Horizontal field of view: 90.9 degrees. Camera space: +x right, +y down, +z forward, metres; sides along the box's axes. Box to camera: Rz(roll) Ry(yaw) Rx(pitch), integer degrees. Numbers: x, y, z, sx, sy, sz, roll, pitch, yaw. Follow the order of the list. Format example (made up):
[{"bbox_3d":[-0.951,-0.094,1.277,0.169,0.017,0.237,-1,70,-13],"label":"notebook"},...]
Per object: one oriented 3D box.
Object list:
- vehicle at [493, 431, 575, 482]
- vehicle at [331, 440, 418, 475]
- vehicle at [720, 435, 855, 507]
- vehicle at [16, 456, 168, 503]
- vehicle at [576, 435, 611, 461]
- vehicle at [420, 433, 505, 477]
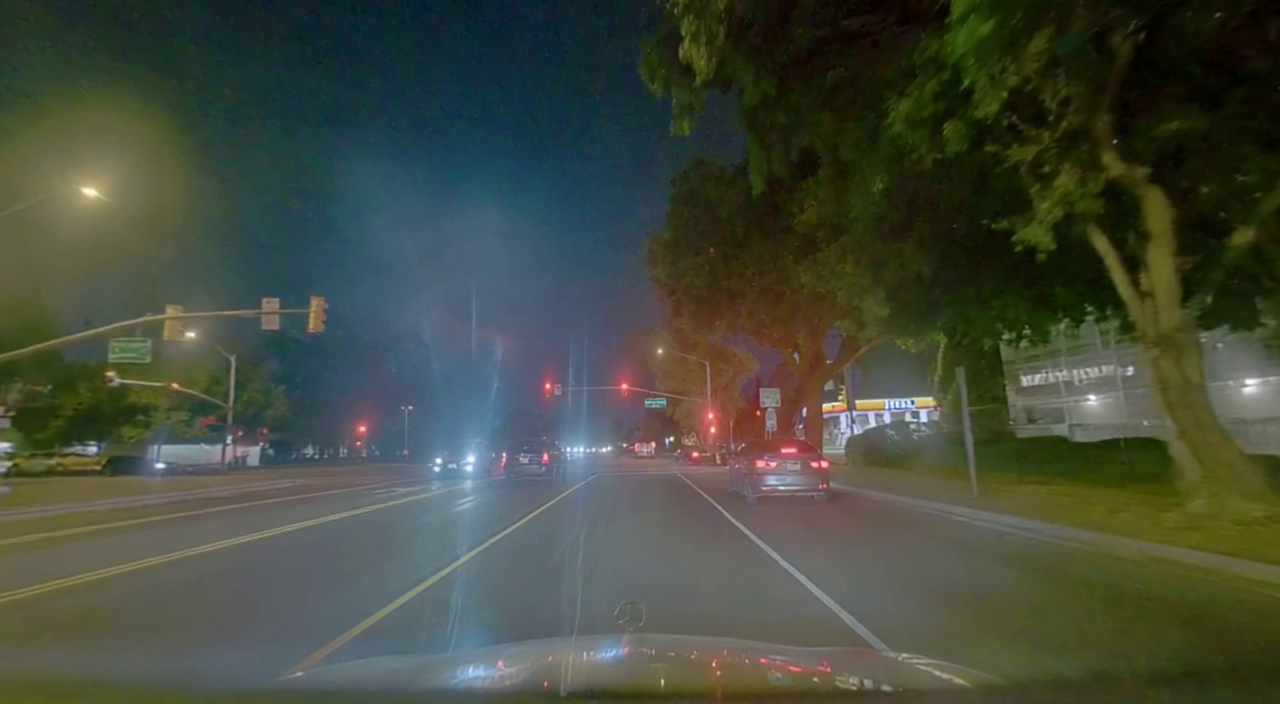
[{"bbox_3d":[-3.812,3.855,23.545,2.250,1.713,4.422,0,-8,1],"label":"vehicle"},{"bbox_3d":[-15.515,6.202,37.291,2.486,1.876,5.659,0,-8,3],"label":"vehicle"},{"bbox_3d":[3.348,2.802,15.405,2.095,1.475,4.686,0,-8,-1],"label":"vehicle"},{"bbox_3d":[-22.707,5.251,26.468,1.887,1.673,4.985,0,-8,0],"label":"vehicle"},{"bbox_3d":[-3.360,7.040,46.125,2.126,1.810,4.414,0,-8,1],"label":"vehicle"},{"bbox_3d":[-7.721,4.533,28.091,2.224,1.747,5.274,0,-8,0],"label":"vehicle"}]
